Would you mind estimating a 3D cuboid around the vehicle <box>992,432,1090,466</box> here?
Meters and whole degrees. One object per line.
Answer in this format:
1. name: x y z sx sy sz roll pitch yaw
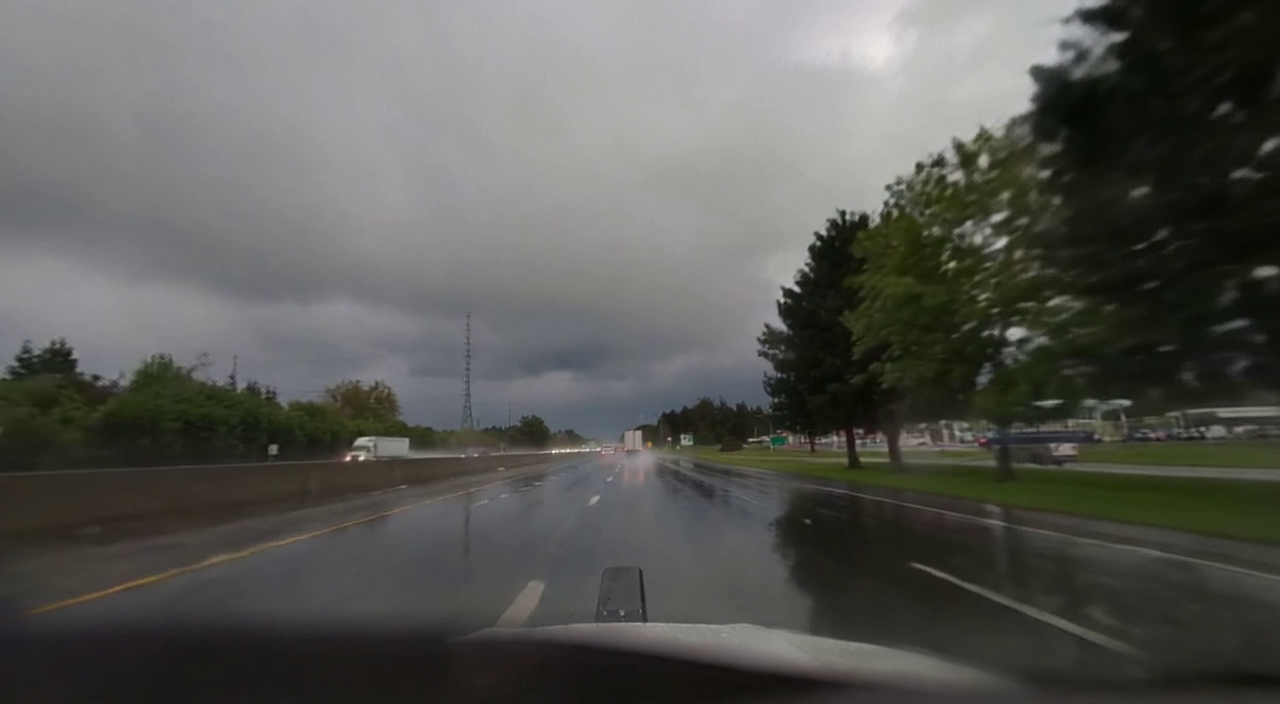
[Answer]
1. vehicle: 20.517 4.997 32.501 2.029 1.578 4.313 0 -9 -3
